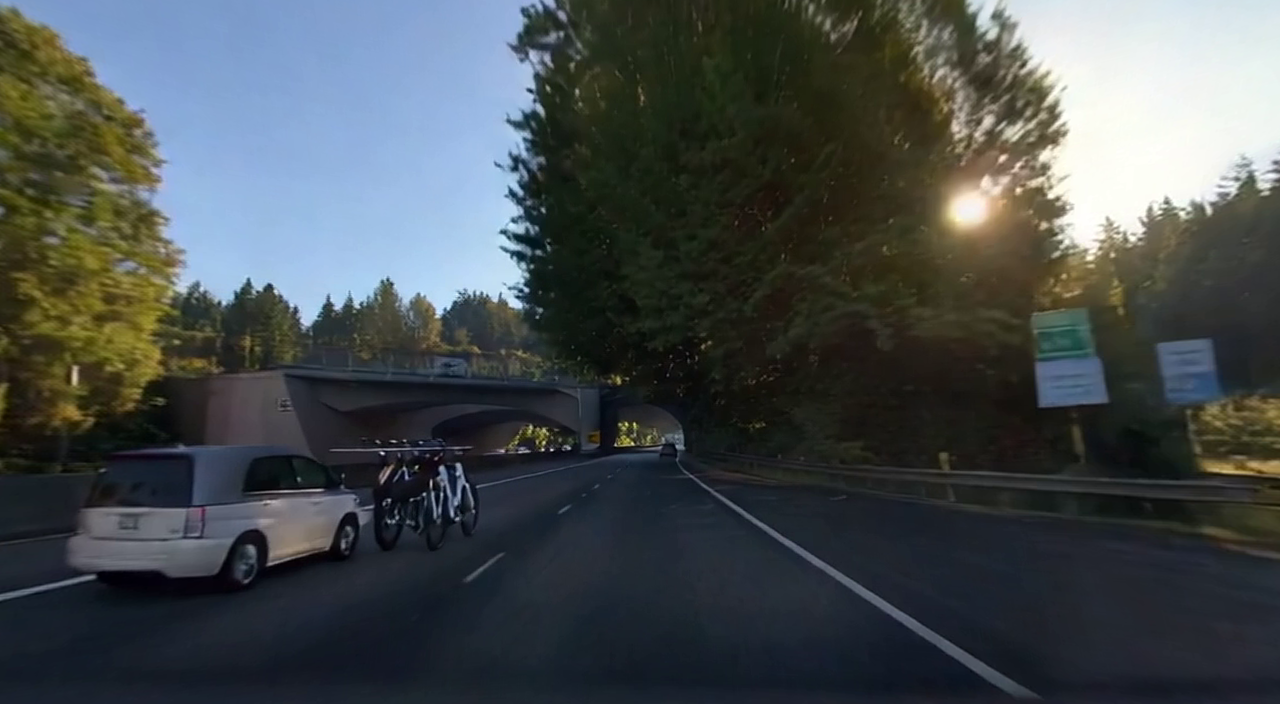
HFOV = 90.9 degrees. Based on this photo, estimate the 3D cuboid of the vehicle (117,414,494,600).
[{"bbox_3d":[-3.336,1.650,7.561,2.108,1.557,4.344,0,-9,0],"label":"vehicle"}]
